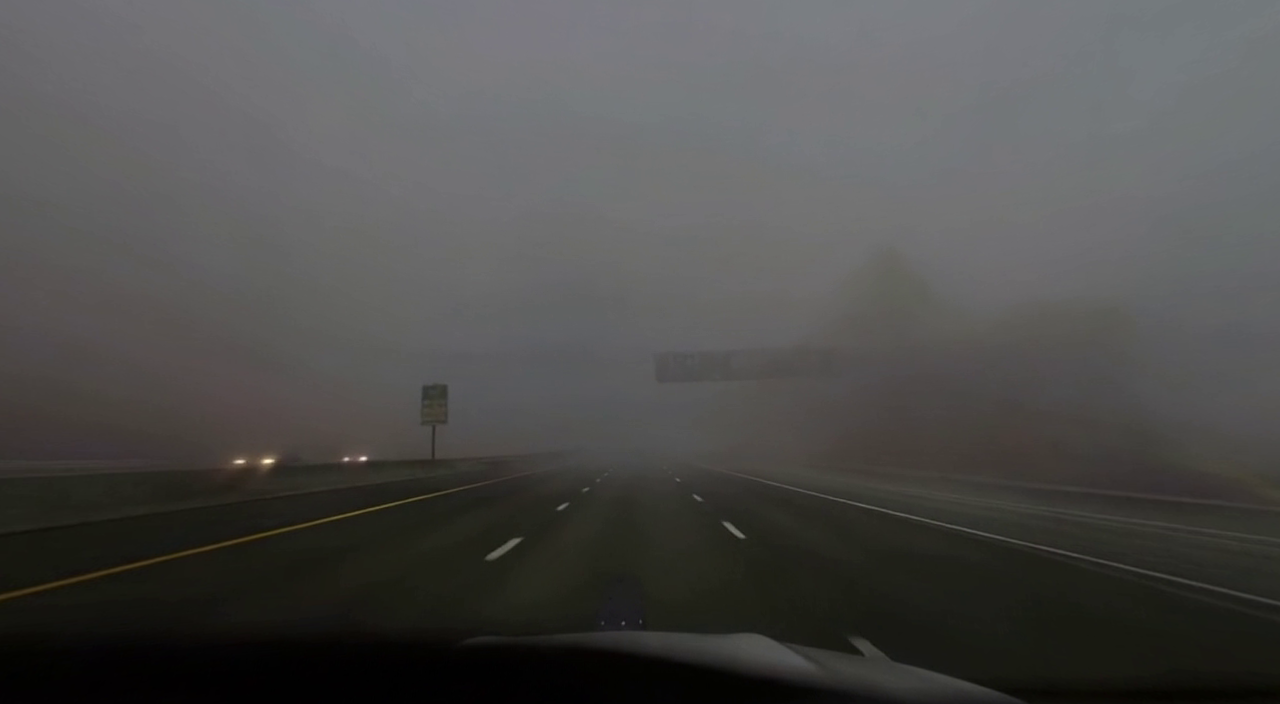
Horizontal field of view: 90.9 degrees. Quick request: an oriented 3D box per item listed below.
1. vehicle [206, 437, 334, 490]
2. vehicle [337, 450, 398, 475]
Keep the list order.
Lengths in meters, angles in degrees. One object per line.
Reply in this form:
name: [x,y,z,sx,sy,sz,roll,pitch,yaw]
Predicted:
vehicle: [-15.318,4.639,26.542,2.076,1.976,5.353,0,-9,0]
vehicle: [-18.304,7.413,42.521,2.062,1.516,4.761,0,-9,-1]
